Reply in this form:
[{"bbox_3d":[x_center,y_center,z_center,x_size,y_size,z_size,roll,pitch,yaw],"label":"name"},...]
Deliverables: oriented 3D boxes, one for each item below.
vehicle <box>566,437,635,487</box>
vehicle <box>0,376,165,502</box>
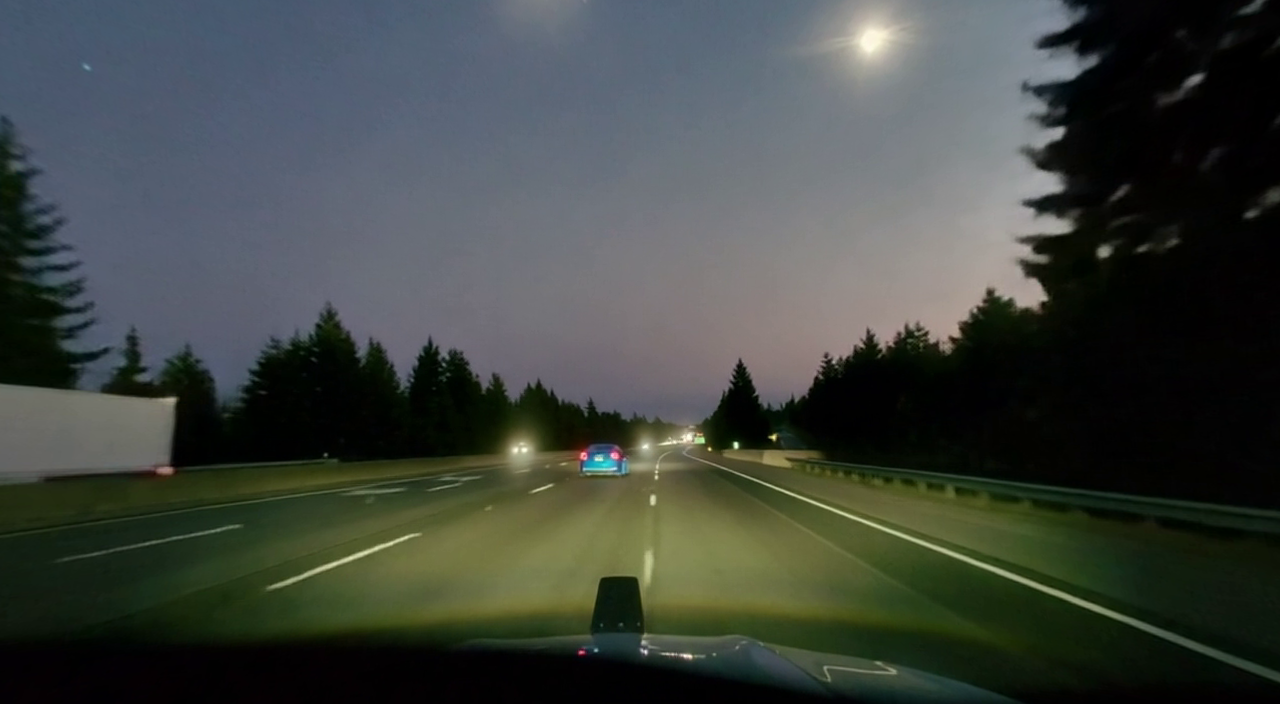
[{"bbox_3d":[-1.380,4.083,23.702,2.133,1.686,4.203,-1,-8,2],"label":"vehicle"},{"bbox_3d":[-22.664,2.673,19.338,2.972,4.100,16.483,-1,-8,1],"label":"vehicle"}]
